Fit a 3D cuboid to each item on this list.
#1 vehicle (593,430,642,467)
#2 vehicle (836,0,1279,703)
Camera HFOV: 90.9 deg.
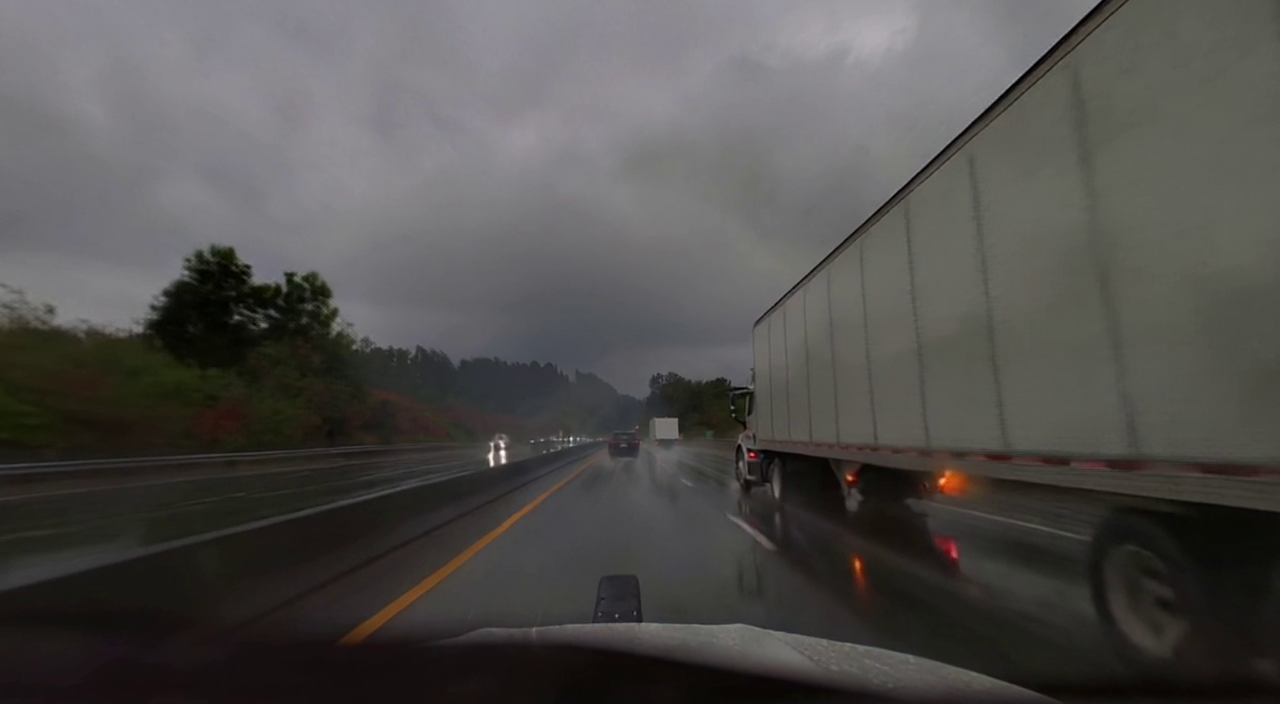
[{"bbox_3d":[-0.988,4.409,28.967,2.095,1.557,3.963,0,-8,-1],"label":"vehicle"},{"bbox_3d":[4.181,-0.163,3.524,2.853,4.038,9.832,0,-8,-1],"label":"vehicle"}]
